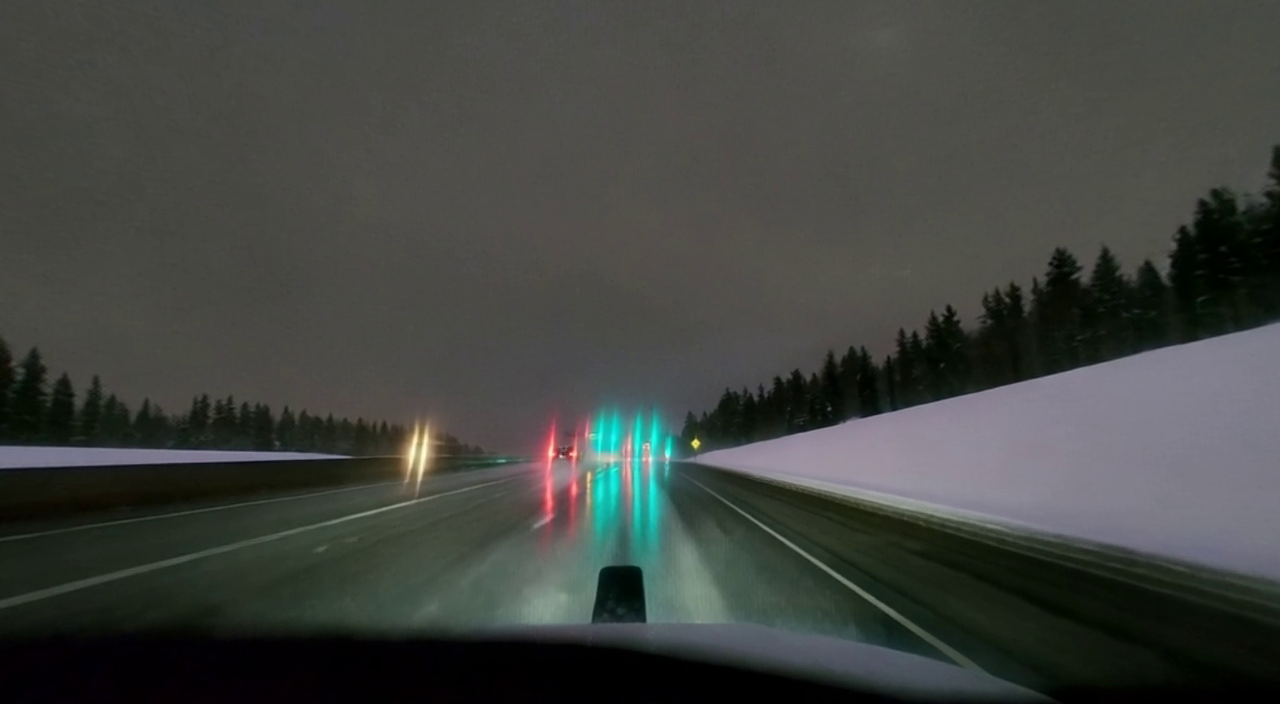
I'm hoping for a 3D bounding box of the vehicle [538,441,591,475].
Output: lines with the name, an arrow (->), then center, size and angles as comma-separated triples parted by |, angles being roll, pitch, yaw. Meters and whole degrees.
vehicle -> -4.153, 5.947, 35.705 | 2.272, 1.759, 5.058 | 0, -9, 1
